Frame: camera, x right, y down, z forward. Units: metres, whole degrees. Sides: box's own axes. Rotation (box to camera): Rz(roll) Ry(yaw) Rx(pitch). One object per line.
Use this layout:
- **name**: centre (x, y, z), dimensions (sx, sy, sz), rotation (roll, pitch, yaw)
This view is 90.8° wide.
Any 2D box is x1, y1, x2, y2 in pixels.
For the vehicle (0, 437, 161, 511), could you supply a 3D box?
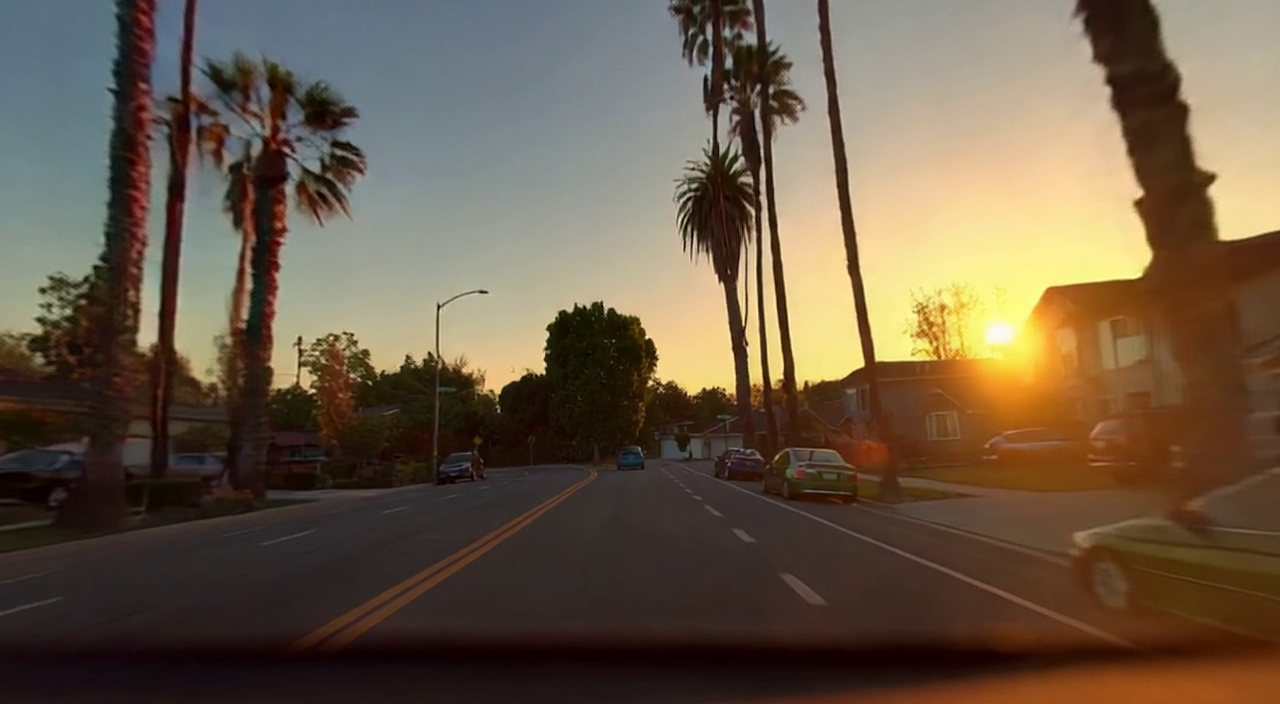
- **vehicle**: centre (-15.815, 3.220, 17.013), dimensions (3.810, 1.823, 2.427), rotation (2, -9, -12)

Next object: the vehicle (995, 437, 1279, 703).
- **vehicle**: centre (4.548, 1.229, 3.526), dimensions (2.033, 1.495, 5.175), rotation (0, -9, -1)

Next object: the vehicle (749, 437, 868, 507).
- **vehicle**: centre (4.492, 3.272, 17.817), dimensions (2.017, 1.646, 5.389), rotation (0, -9, 2)

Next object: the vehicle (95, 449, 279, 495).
- **vehicle**: centre (-15.799, 4.175, 22.259), dimensions (4.654, 1.490, 2.381), rotation (0, -9, 2)

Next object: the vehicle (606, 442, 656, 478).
- **vehicle**: centre (-0.421, 4.875, 28.694), dimensions (2.098, 1.483, 4.099), rotation (0, -9, -1)

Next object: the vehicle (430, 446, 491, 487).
- **vehicle**: centre (-8.942, 5.689, 31.828), dimensions (1.945, 1.666, 4.107), rotation (-3, -6, -1)

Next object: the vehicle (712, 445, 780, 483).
- **vehicle**: centre (4.580, 4.925, 28.195), dimensions (2.013, 1.501, 5.235), rotation (0, -9, -1)

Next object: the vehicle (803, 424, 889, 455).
- **vehicle**: centre (13.362, 5.750, 41.191), dimensions (4.913, 1.930, 2.020), rotation (-1, -9, 6)
